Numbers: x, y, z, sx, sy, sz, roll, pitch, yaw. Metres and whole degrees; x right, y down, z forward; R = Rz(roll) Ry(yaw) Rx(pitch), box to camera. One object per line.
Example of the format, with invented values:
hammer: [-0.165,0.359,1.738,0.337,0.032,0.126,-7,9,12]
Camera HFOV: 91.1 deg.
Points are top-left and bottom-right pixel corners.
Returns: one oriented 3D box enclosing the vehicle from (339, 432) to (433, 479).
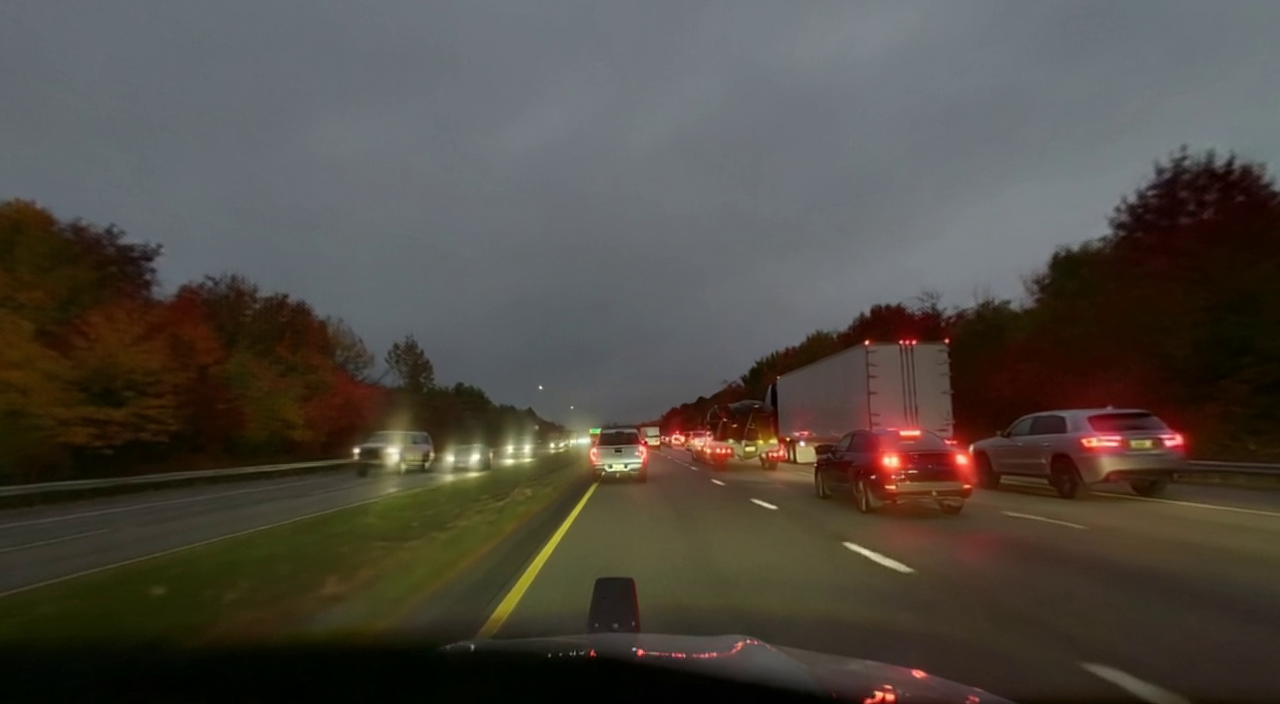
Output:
vehicle: [-11.940,4.869,30.036,2.338,2.059,5.149,0,-8,-1]

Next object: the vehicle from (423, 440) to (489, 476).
vehicle: [-8.402,4.850,29.116,1.872,1.521,3.962,0,-8,0]

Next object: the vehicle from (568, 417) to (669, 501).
vehicle: [-0.490,2.523,15.331,2.087,1.709,4.455,0,-8,-1]

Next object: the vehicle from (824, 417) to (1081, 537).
vehicle: [4.629,1.889,10.183,2.040,1.523,4.068,0,-8,-1]

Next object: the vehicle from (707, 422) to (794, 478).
vehicle: [3.641,3.307,21.453,2.147,1.707,3.963,0,-8,-2]

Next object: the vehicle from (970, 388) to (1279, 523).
vehicle: [8.516,1.834,11.656,2.116,1.965,4.691,0,-8,-1]

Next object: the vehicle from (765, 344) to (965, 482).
vehicle: [7.963,2.668,25.376,2.867,4.066,13.802,0,-7,0]

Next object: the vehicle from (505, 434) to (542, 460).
vehicle: [-8.877,7.269,48.232,2.152,1.903,4.339,0,-8,-1]
